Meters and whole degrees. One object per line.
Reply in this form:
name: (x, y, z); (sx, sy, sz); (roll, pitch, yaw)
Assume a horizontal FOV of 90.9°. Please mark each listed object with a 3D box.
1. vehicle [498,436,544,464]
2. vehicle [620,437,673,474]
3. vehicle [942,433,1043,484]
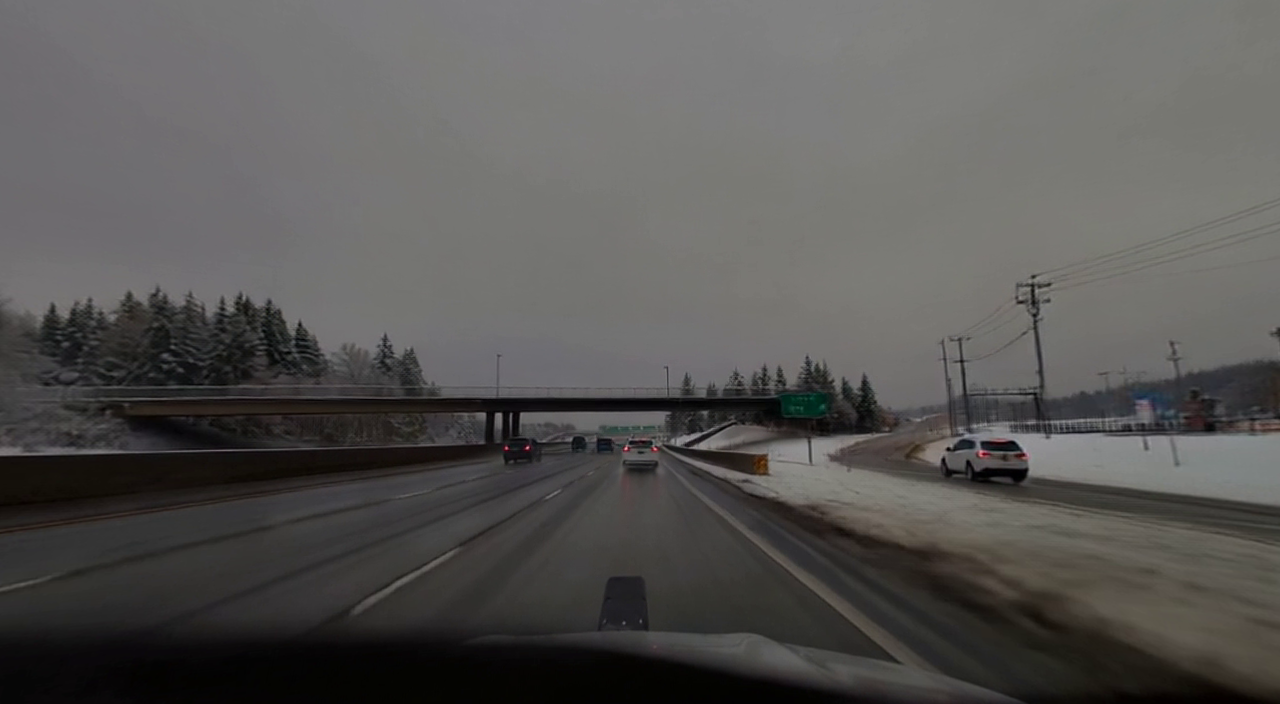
vehicle: (-7.716, 6.412, 41.380); (2.067, 1.682, 4.388); (0, -8, 1)
vehicle: (0.231, 4.486, 27.556); (2.145, 1.493, 4.146); (1, -8, -1)
vehicle: (13.938, 4.199, 25.259); (2.095, 1.674, 4.530); (3, -8, 10)
